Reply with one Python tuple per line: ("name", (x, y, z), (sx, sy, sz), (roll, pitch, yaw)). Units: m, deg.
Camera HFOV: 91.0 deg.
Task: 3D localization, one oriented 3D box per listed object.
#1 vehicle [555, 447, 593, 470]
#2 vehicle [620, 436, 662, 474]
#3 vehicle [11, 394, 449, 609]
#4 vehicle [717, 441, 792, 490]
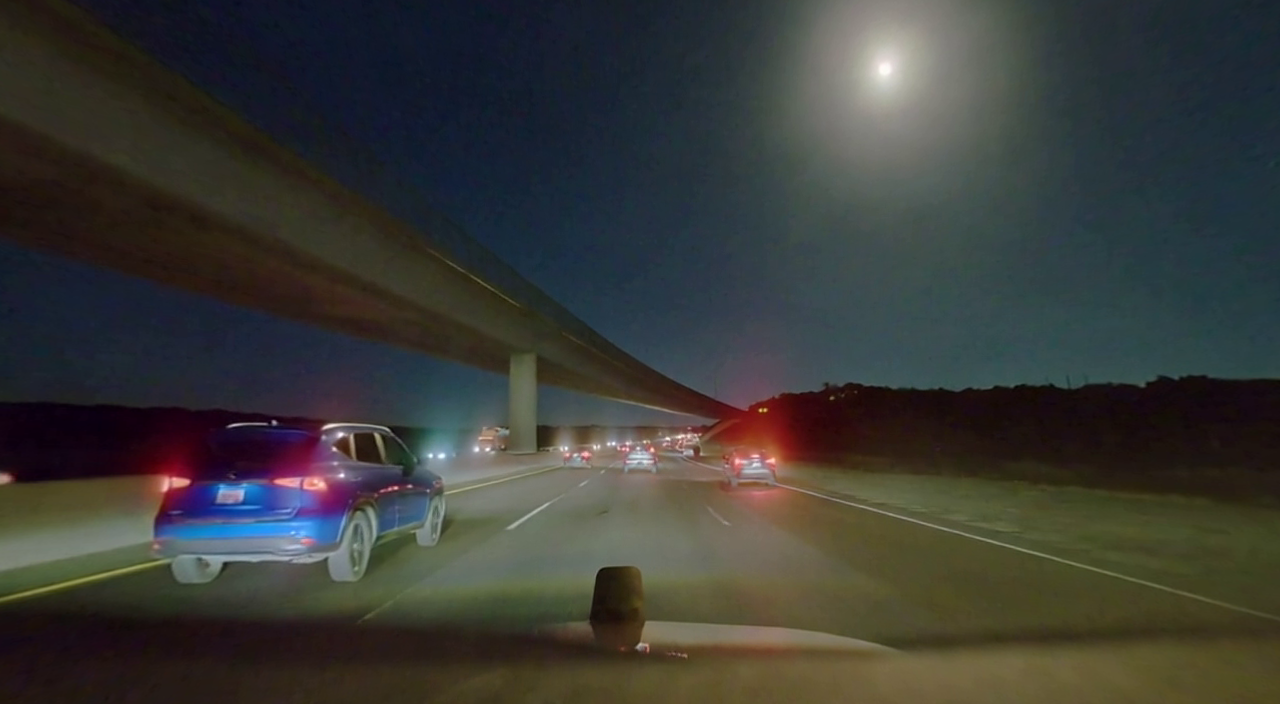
("vehicle", (-4.357, 7.094, 42.268), (1.994, 1.475, 4.171), (0, -9, 1))
("vehicle", (0.068, 5.638, 34.632), (2.155, 1.909, 4.529), (0, -9, 0))
("vehicle", (-4.062, 1.567, 7.496), (2.089, 1.751, 4.515), (0, -9, 1))
("vehicle", (3.903, 3.943, 22.120), (1.959, 1.554, 3.795), (0, -9, 0))
